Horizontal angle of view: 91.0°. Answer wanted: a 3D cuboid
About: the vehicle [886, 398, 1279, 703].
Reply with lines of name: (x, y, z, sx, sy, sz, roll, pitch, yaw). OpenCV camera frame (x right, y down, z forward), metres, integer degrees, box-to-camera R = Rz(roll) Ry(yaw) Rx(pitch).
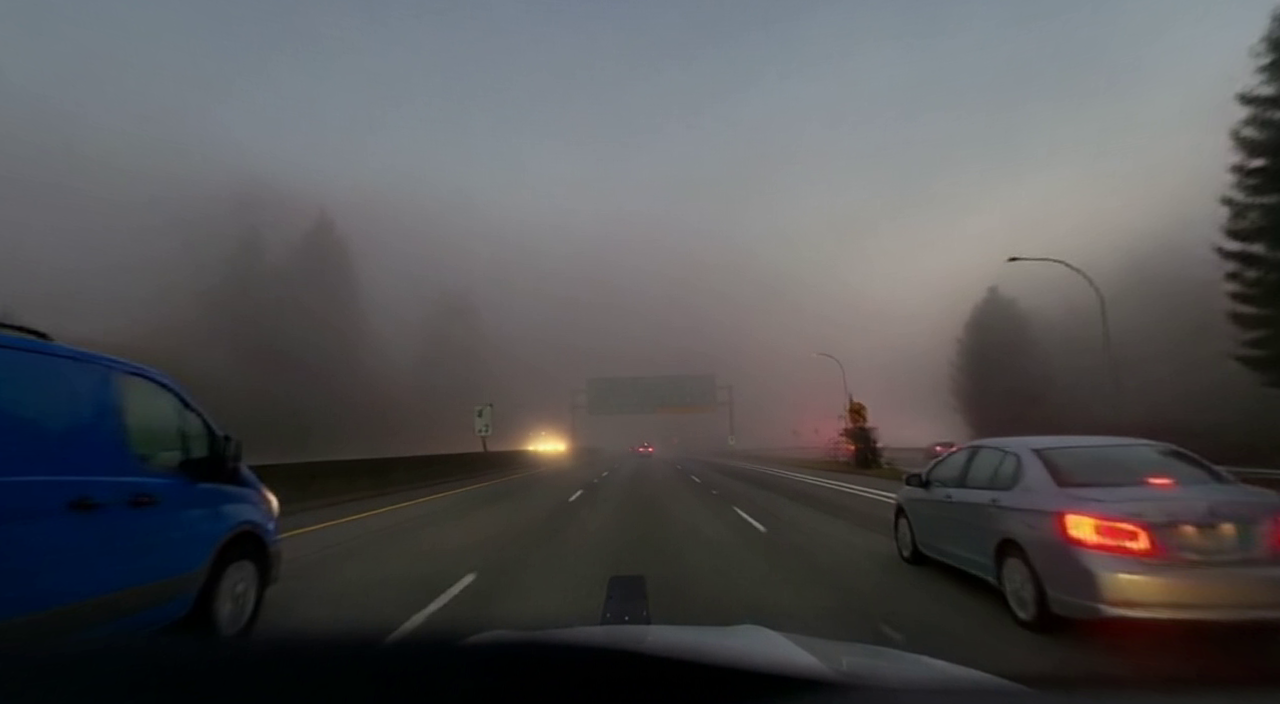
vehicle: (3.761, 1.319, 5.152, 1.909, 1.599, 3.943, 0, -8, 1)

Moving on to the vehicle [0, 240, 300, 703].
vehicle: (-3.492, 0.552, 1.880, 2.281, 2.025, 4.586, 0, -8, 1)
